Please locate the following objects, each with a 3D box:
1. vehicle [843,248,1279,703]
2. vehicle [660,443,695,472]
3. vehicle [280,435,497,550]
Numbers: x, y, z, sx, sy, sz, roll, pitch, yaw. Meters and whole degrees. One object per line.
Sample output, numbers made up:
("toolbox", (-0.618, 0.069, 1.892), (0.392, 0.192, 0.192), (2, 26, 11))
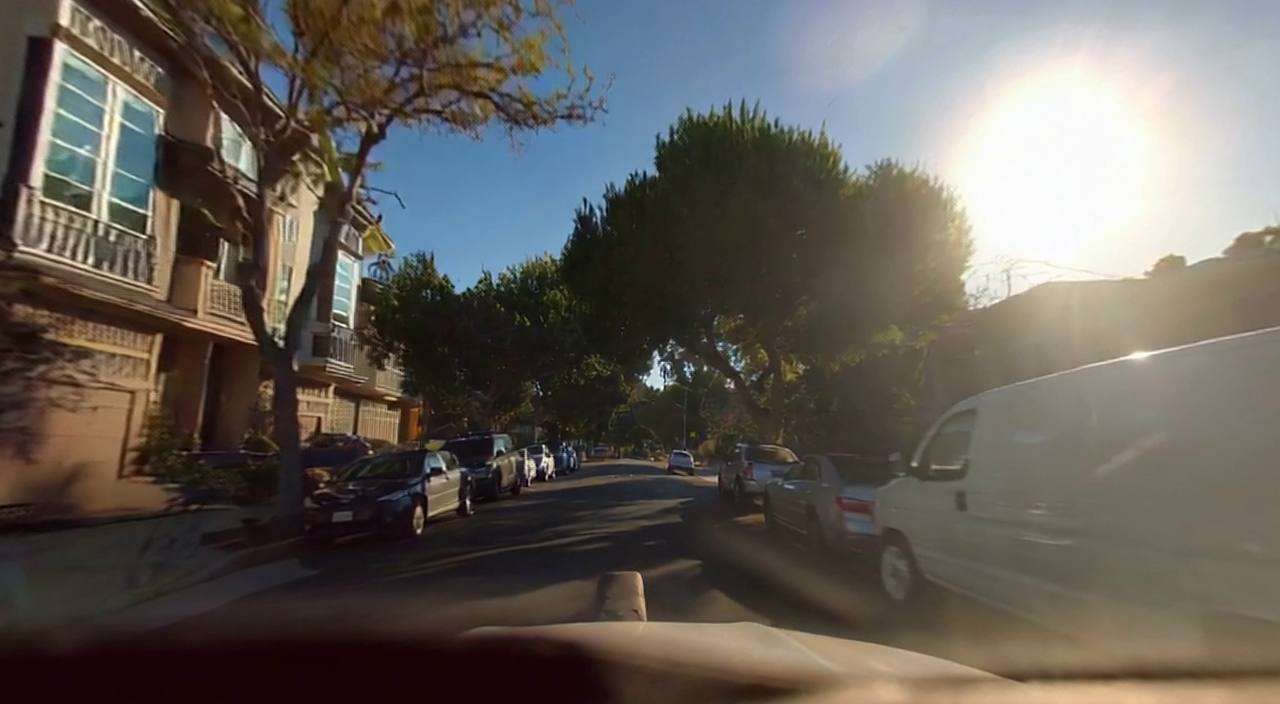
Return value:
("vehicle", (3.016, 0.938, 3.659), (1.993, 2.129, 4.893), (-1, -7, 0))
("vehicle", (2.849, 8.176, 49.032), (2.191, 2.038, 4.962), (0, -7, -2))
("vehicle", (-4.115, 2.324, 11.373), (1.908, 1.493, 4.806), (4, -8, 0))
